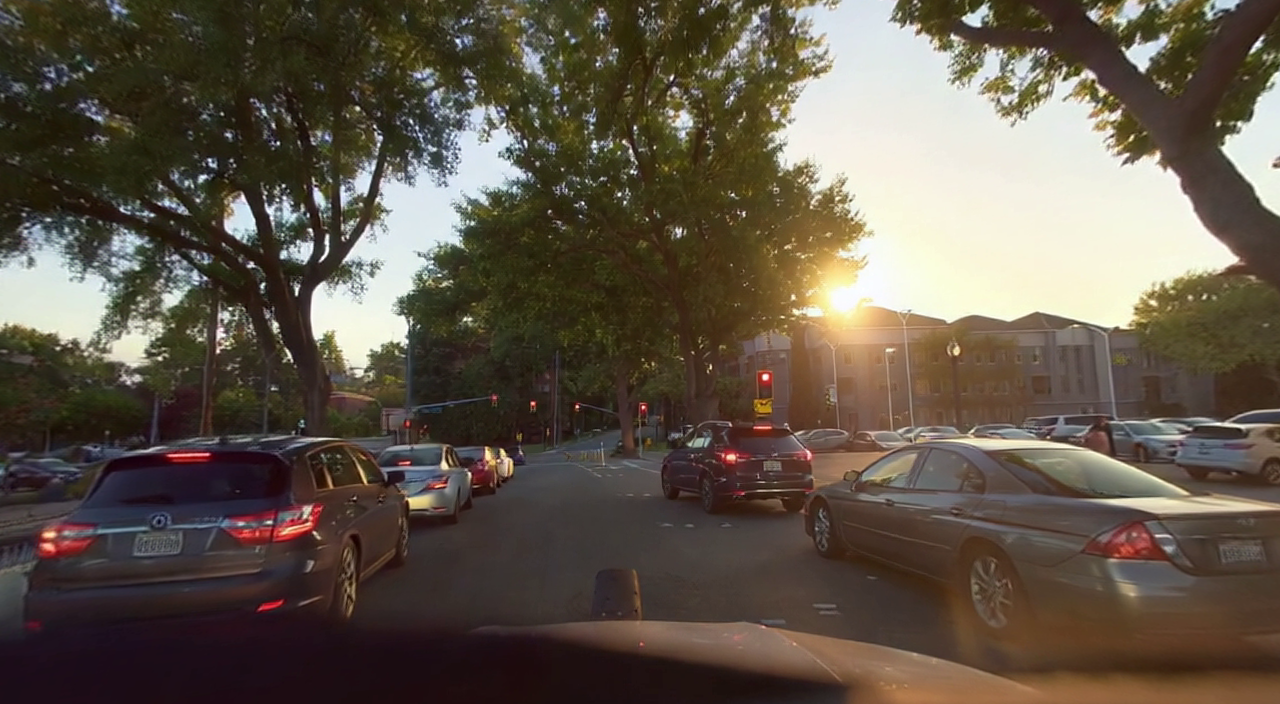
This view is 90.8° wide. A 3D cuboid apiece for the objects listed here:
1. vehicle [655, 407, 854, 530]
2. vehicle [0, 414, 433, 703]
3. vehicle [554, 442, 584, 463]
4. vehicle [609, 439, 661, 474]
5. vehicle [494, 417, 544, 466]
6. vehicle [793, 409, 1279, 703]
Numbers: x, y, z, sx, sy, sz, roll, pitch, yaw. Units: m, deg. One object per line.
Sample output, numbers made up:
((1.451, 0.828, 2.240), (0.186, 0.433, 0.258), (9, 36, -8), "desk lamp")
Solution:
((1.902, 2.247, 12.868), (2.324, 1.907, 5.634), (1, -8, -7), "vehicle")
((-3.003, 1.398, 5.480), (1.968, 1.497, 4.286), (2, -9, -14), "vehicle")
((-5.267, 7.358, 46.523), (2.095, 1.473, 4.301), (1, -8, -7), "vehicle")
((-0.318, 4.792, 29.197), (1.910, 1.493, 4.490), (1, -8, -7), "vehicle")
((-8.750, 6.603, 46.635), (2.820, 3.263, 7.986), (1, -8, -6), "vehicle")
((3.164, 1.399, 5.637), (1.904, 1.494, 4.864), (1, -8, -6), "vehicle")
